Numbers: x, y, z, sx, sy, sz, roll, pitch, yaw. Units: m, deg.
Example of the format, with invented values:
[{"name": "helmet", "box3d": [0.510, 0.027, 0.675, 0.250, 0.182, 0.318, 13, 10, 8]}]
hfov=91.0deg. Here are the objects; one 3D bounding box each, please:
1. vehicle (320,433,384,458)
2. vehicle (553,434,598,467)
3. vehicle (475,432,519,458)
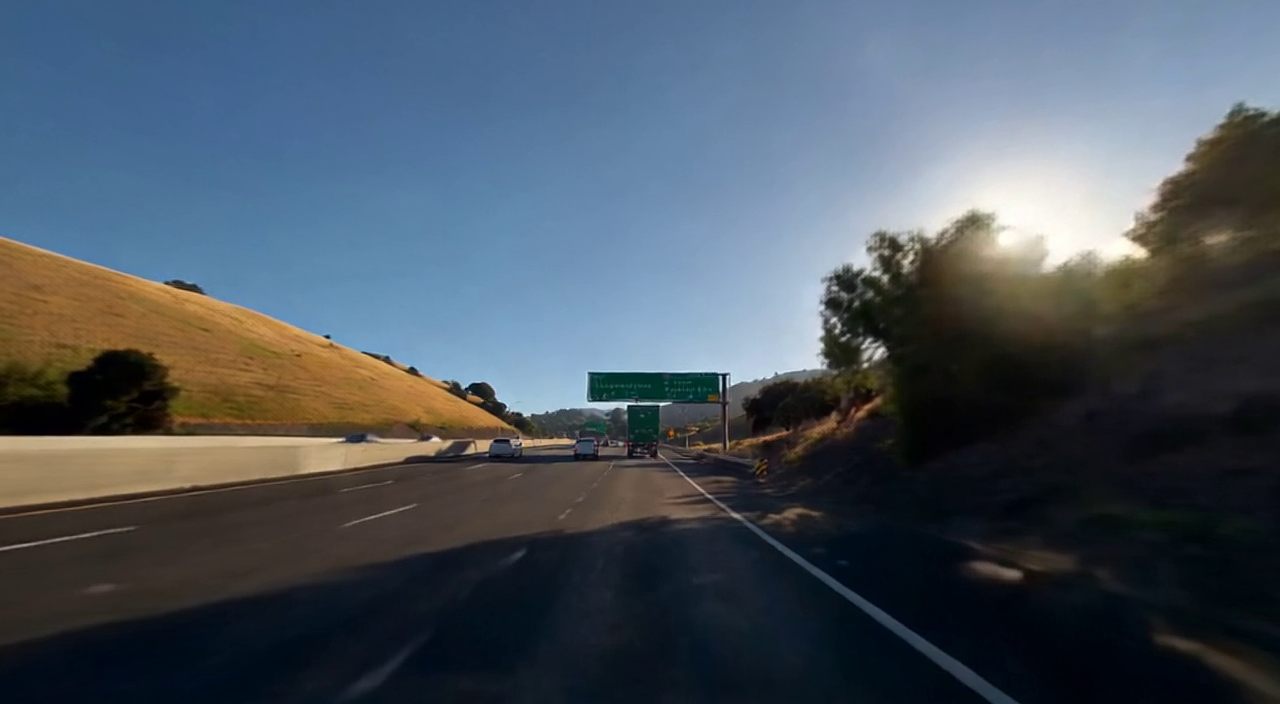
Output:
[{"name": "vehicle", "box3d": [-18.061, 5.918, 39.720, 1.837, 1.496, 4.386, 0, -9, 1]}, {"name": "vehicle", "box3d": [-3.610, 5.653, 36.213, 2.053, 1.746, 4.508, 0, -9, 1]}, {"name": "vehicle", "box3d": [-10.095, 6.625, 44.712, 1.958, 1.758, 4.684, 0, -9, 1]}]
